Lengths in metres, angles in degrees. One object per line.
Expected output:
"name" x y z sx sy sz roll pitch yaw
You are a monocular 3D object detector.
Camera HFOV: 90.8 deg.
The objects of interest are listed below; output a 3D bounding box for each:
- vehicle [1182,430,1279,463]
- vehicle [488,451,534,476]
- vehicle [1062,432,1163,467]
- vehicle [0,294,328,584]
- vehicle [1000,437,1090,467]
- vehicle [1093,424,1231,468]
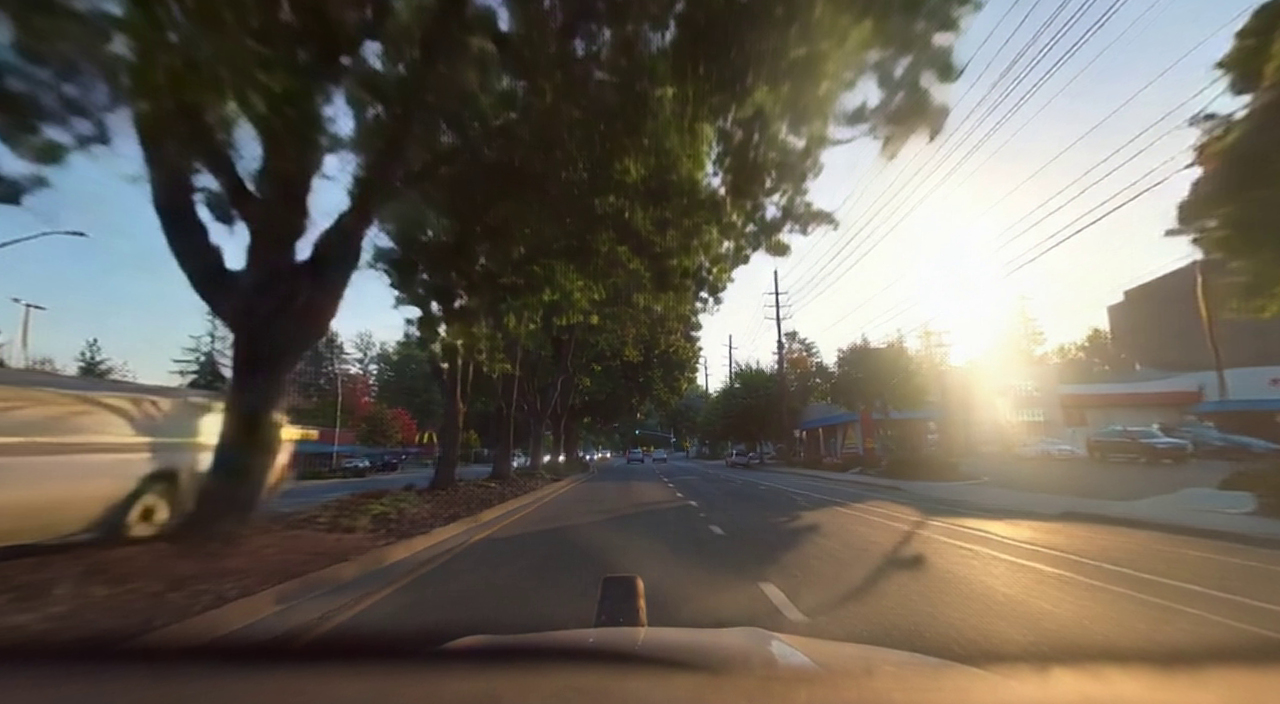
"vehicle" 34.338 5.446 36.199 2.220 1.723 4.883 0 -9 1
"vehicle" -8.692 7.556 42.993 2.043 1.536 4.682 0 -9 1
"vehicle" 25.530 5.294 34.357 2.012 1.772 4.458 0 -9 0
"vehicle" -8.686 1.150 8.173 3.241 3.133 12.822 1 -9 -2
"vehicle" 23.066 5.763 36.206 2.113 1.582 4.559 0 -9 0
"vehicle" 28.568 5.172 34.975 2.346 2.093 6.071 -2 -8 -1
